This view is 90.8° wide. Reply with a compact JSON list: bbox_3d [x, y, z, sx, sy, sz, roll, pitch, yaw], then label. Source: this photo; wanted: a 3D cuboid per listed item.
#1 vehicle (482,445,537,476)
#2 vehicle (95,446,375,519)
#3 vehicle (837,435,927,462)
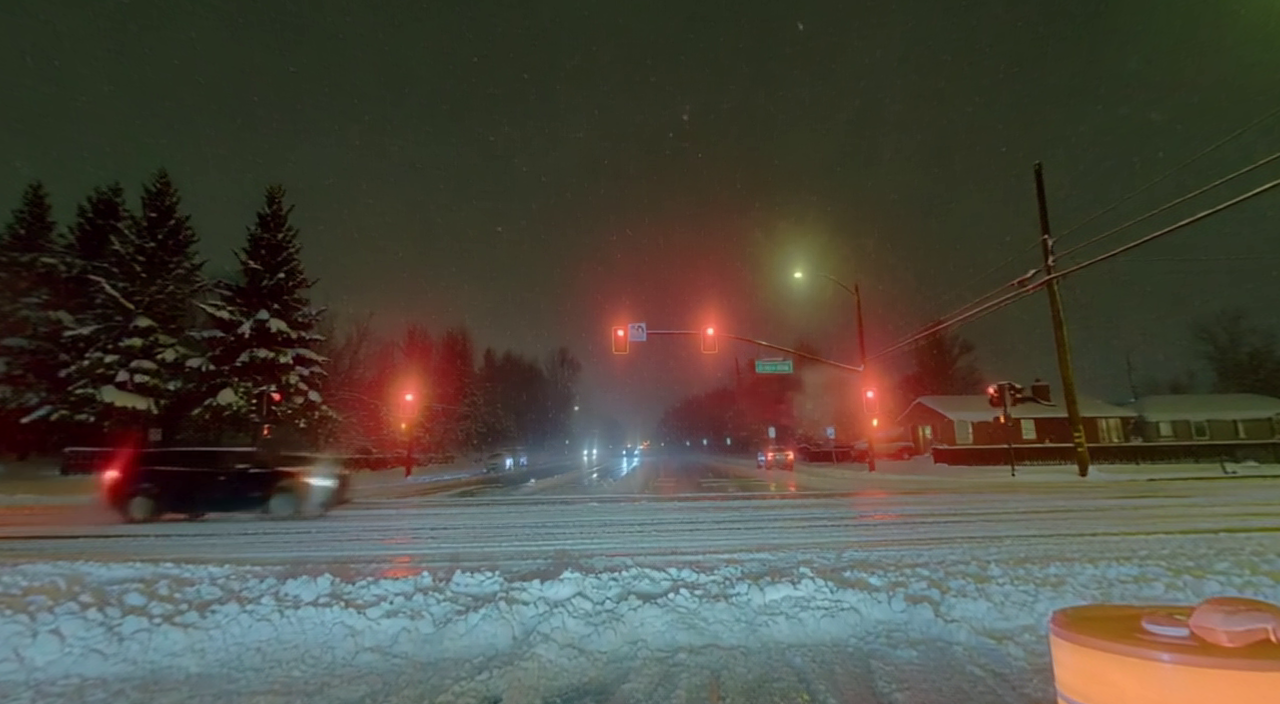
[{"bbox_3d":[-6.600,5.533,32.402,1.881,1.452,4.121,0,-8,1],"label":"vehicle"},{"bbox_3d":[-8.872,2.871,14.237,4.860,1.483,2.077,0,-8,0],"label":"vehicle"},{"bbox_3d":[15.379,6.173,40.320,4.892,1.656,1.856,0,-8,0],"label":"vehicle"}]
